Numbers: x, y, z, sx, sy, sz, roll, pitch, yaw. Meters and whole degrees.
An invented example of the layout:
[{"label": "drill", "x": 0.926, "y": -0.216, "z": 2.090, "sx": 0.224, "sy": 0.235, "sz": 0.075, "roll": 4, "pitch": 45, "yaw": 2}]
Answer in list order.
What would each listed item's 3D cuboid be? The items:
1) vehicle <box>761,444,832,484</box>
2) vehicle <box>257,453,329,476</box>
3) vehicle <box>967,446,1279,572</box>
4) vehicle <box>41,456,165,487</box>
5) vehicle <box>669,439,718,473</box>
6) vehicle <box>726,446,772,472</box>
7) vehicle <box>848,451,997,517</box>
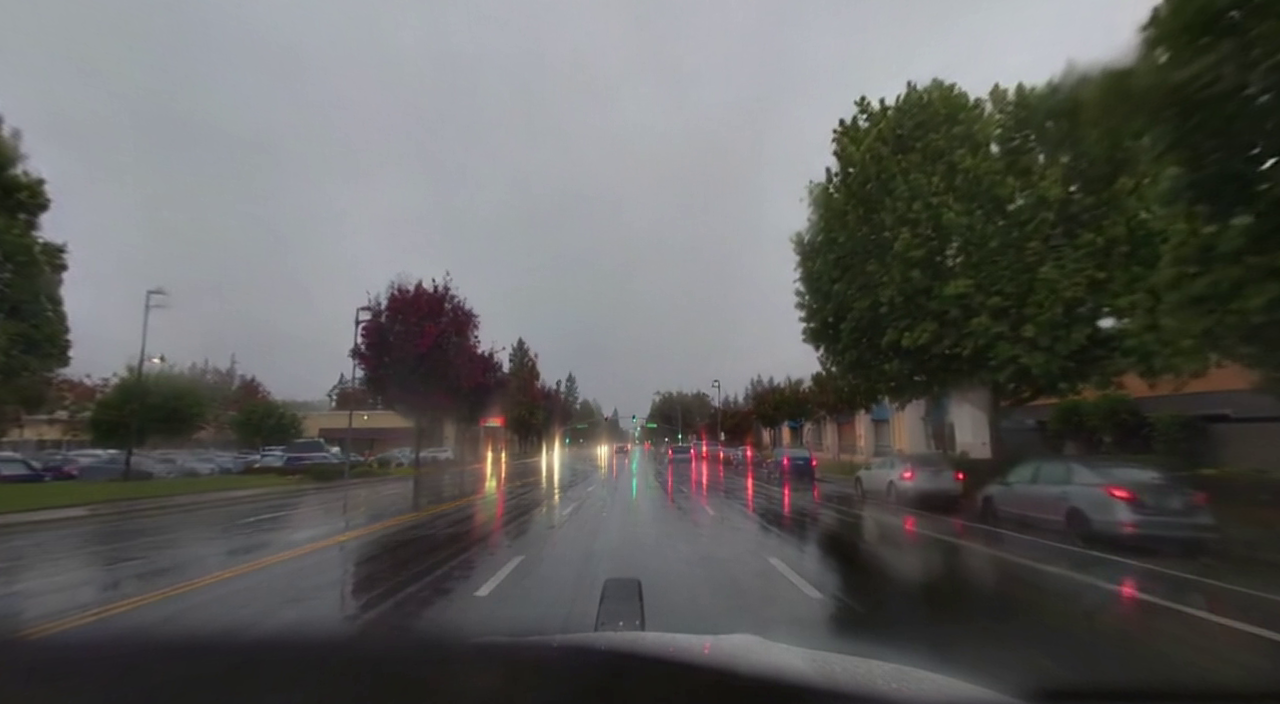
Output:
[{"label": "vehicle", "x": 7.124, "y": 5.130, "z": 29.255, "sx": 1.994, "sy": 1.691, "sz": 4.472, "roll": 0, "pitch": -8, "yaw": -2}, {"label": "vehicle", "x": -23.844, "y": 7.706, "z": 43.587, "sx": 1.768, "sy": 1.429, "sz": 4.423, "roll": -2, "pitch": -8, "yaw": 13}, {"label": "vehicle", "x": 7.207, "y": 2.273, "z": 10.006, "sx": 1.812, "sy": 1.548, "sz": 4.021, "roll": 0, "pitch": -8, "yaw": -1}, {"label": "vehicle", "x": -29.603, "y": 6.572, "z": 35.057, "sx": 4.702, "sy": 1.535, "sz": 2.292, "roll": 4, "pitch": -9, "yaw": -26}, {"label": "vehicle", "x": 3.045, "y": 6.024, "z": 36.881, "sx": 2.293, "sy": 1.814, "sz": 4.589, "roll": 0, "pitch": -8, "yaw": -2}, {"label": "vehicle", "x": 7.234, "y": 7.114, "z": 42.371, "sx": 1.951, "sy": 1.601, "sz": 5.147, "roll": 0, "pitch": -8, "yaw": -2}, {"label": "vehicle", "x": 7.239, "y": 3.381, "z": 16.786, "sx": 1.852, "sy": 1.448, "sz": 4.446, "roll": 0, "pitch": -8, "yaw": -1}]
